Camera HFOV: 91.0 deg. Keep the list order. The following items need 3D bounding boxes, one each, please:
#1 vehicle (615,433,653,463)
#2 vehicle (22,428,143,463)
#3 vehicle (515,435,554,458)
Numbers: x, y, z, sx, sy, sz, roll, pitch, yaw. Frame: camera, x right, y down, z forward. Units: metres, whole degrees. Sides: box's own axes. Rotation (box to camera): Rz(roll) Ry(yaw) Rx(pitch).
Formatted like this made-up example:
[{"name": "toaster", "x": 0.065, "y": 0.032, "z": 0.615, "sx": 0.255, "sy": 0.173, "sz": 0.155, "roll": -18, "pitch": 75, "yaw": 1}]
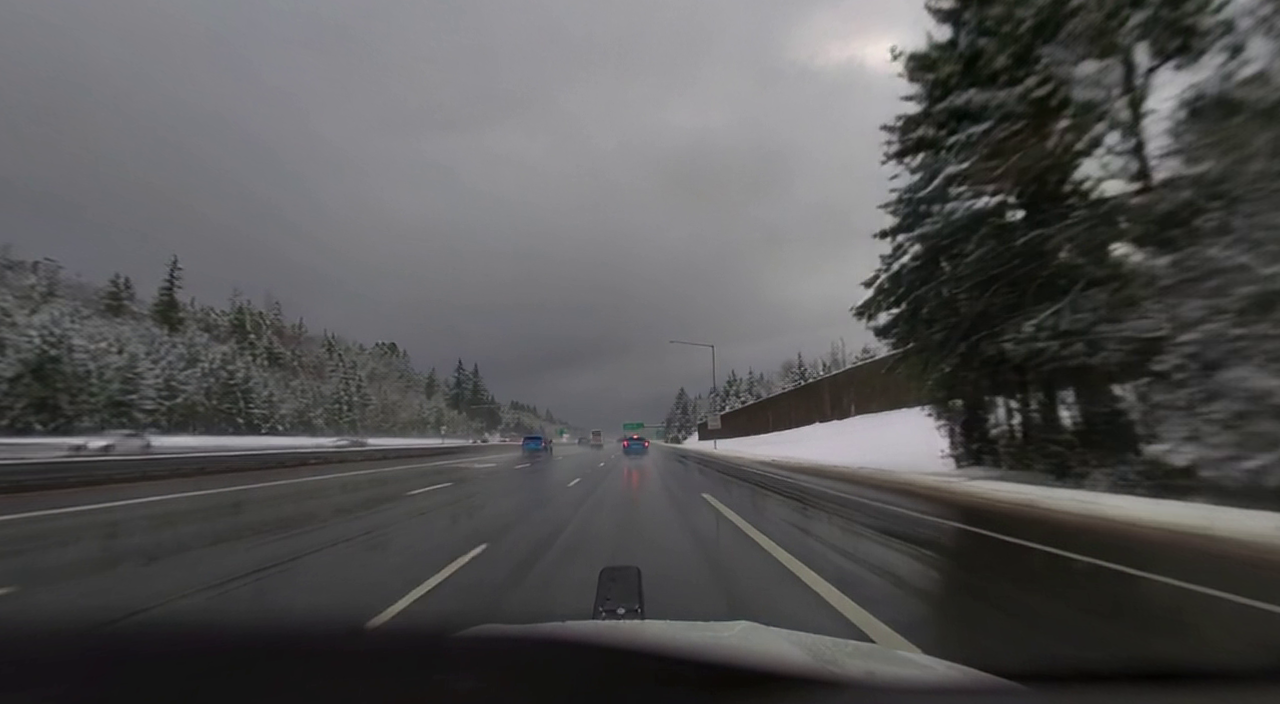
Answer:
[{"name": "vehicle", "x": -0.310, "y": 5.740, "z": 37.646, "sx": 2.141, "sy": 1.706, "sz": 4.065, "roll": 0, "pitch": -8, "yaw": 0}, {"name": "vehicle", "x": -28.764, "y": 4.855, "z": 32.734, "sx": 1.921, "sy": 1.637, "sz": 4.652, "roll": 0, "pitch": -8, "yaw": 1}, {"name": "vehicle", "x": -7.539, "y": 6.799, "z": 45.422, "sx": 2.019, "sy": 1.523, "sz": 4.396, "roll": 0, "pitch": -8, "yaw": 1}]
